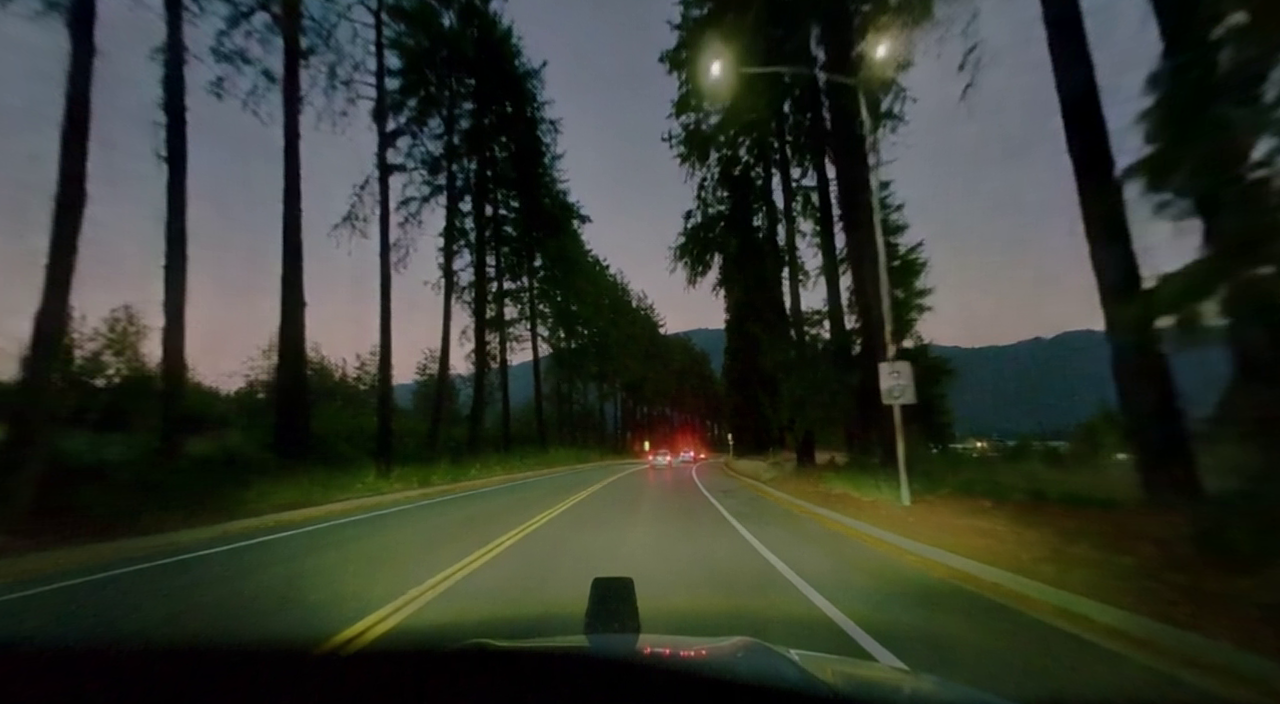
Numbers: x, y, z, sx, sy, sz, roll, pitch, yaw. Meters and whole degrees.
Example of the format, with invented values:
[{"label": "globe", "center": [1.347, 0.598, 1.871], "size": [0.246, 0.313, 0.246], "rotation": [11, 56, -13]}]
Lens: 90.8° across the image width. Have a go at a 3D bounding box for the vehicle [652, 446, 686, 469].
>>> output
[{"label": "vehicle", "center": [2.016, 7.196, 43.119], "size": [2.071, 1.474, 4.047], "rotation": [-1, -9, 6]}]
